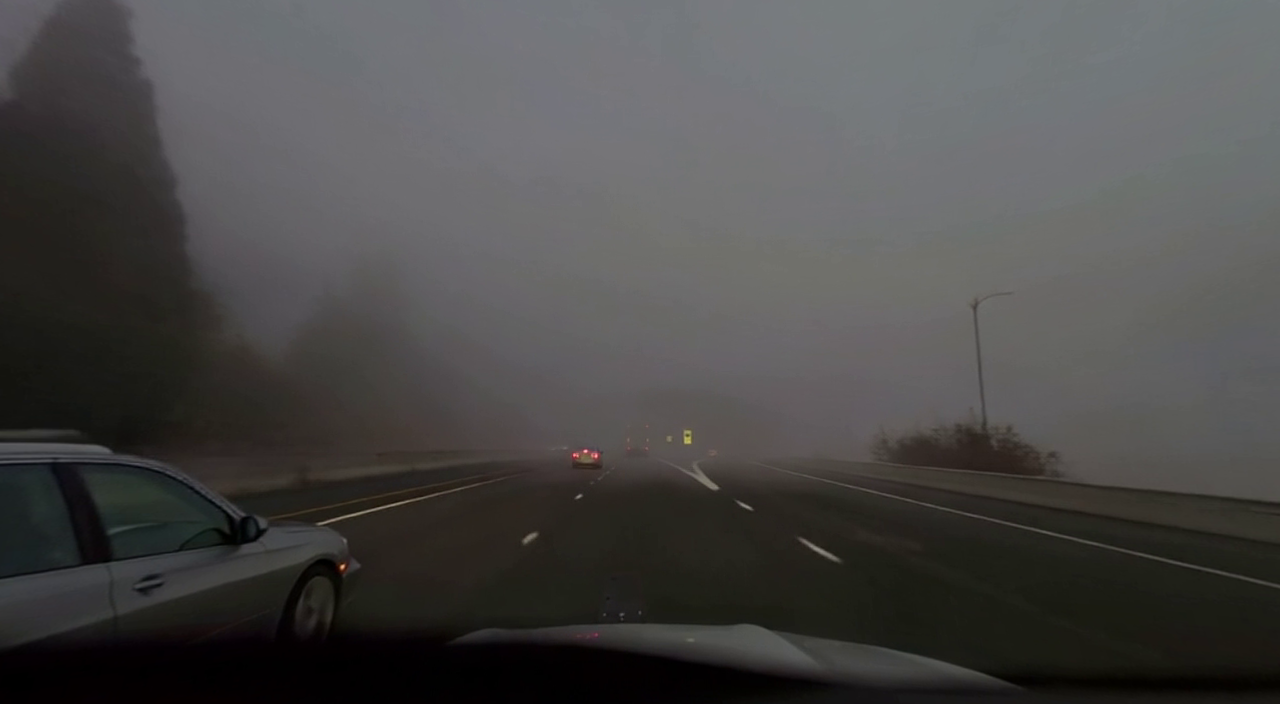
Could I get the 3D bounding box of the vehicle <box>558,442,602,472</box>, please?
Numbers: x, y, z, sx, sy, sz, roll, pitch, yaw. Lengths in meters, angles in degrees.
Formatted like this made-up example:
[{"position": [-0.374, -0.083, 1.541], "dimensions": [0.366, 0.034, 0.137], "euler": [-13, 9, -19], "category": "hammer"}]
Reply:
[{"position": [-3.389, 6.071, 36.623], "dimensions": [2.184, 1.574, 5.004], "euler": [0, -9, -1], "category": "vehicle"}]
